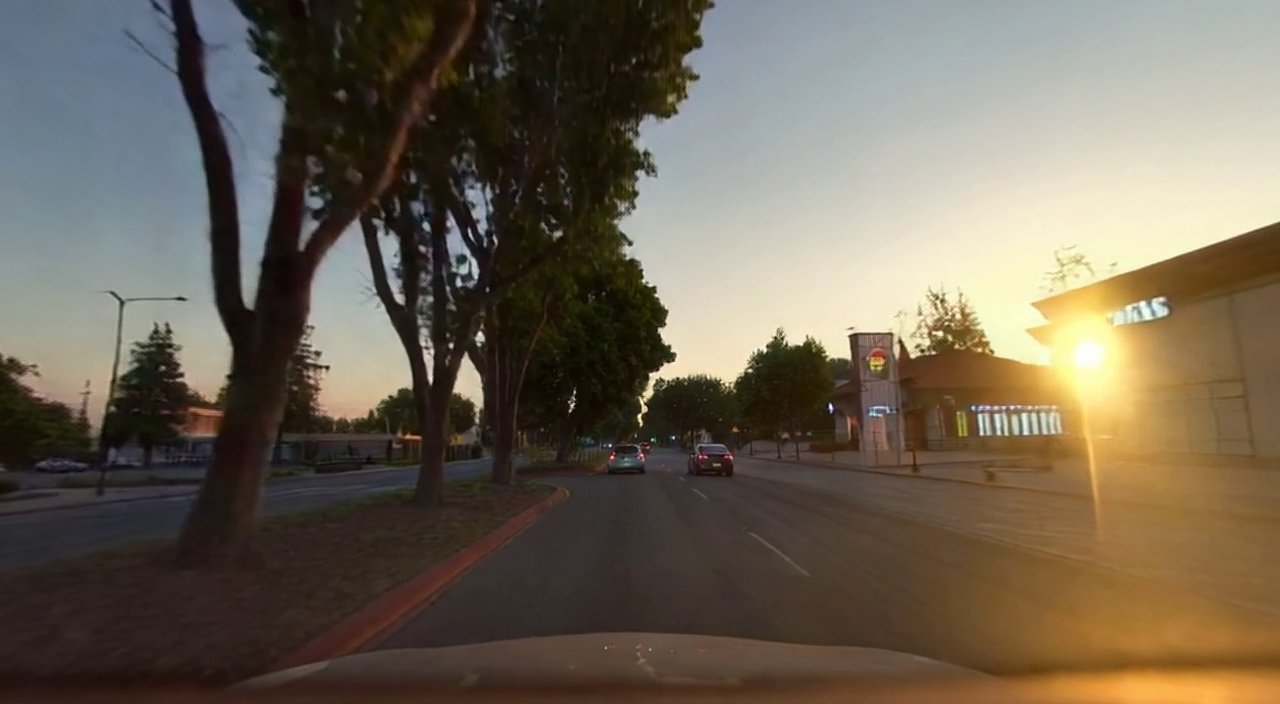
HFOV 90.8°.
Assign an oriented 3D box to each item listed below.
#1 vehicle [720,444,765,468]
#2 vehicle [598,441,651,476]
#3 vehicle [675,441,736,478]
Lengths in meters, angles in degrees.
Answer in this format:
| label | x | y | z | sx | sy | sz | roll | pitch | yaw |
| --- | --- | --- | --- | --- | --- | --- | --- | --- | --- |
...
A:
| label | x | y | z | sx | sy | sz | roll | pitch | yaw |
| --- | --- | --- | --- | --- | --- | --- | --- | --- | --- |
| vehicle | 6.505 | 6.663 | 40.654 | 2.068 | 1.393 | 3.874 | 0 | -8 | -3 |
| vehicle | -0.680 | 4.851 | 28.981 | 2.242 | 1.474 | 4.127 | 0 | -8 | -1 |
| vehicle | 2.810 | 4.746 | 28.206 | 2.057 | 1.491 | 4.675 | 0 | -8 | -2 |
